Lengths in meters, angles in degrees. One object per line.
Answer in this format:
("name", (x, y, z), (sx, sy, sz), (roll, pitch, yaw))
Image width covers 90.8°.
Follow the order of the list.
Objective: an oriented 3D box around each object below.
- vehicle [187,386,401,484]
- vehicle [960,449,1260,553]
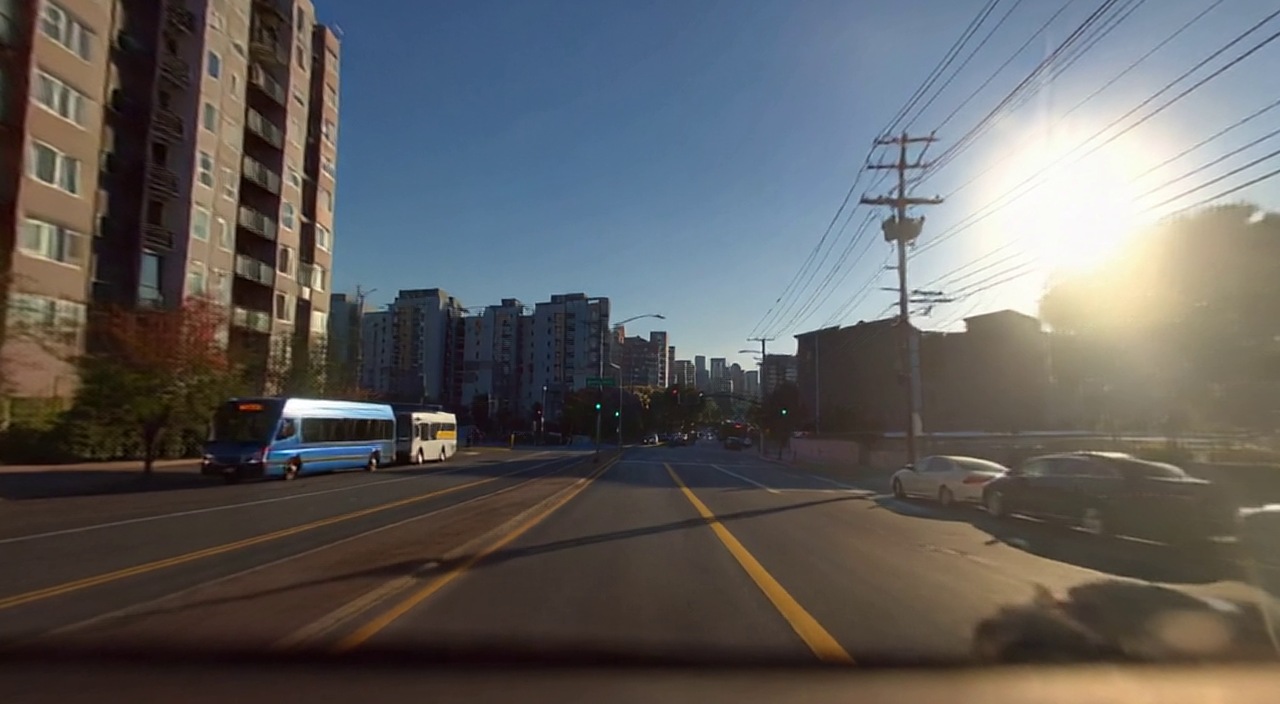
("vehicle", (-13.763, 3.573, 26.721), (3.060, 3.307, 9.997), (-1, -8, 2))
("vehicle", (8.172, 2.580, 11.762), (1.996, 1.473, 4.740), (0, -8, 1))
